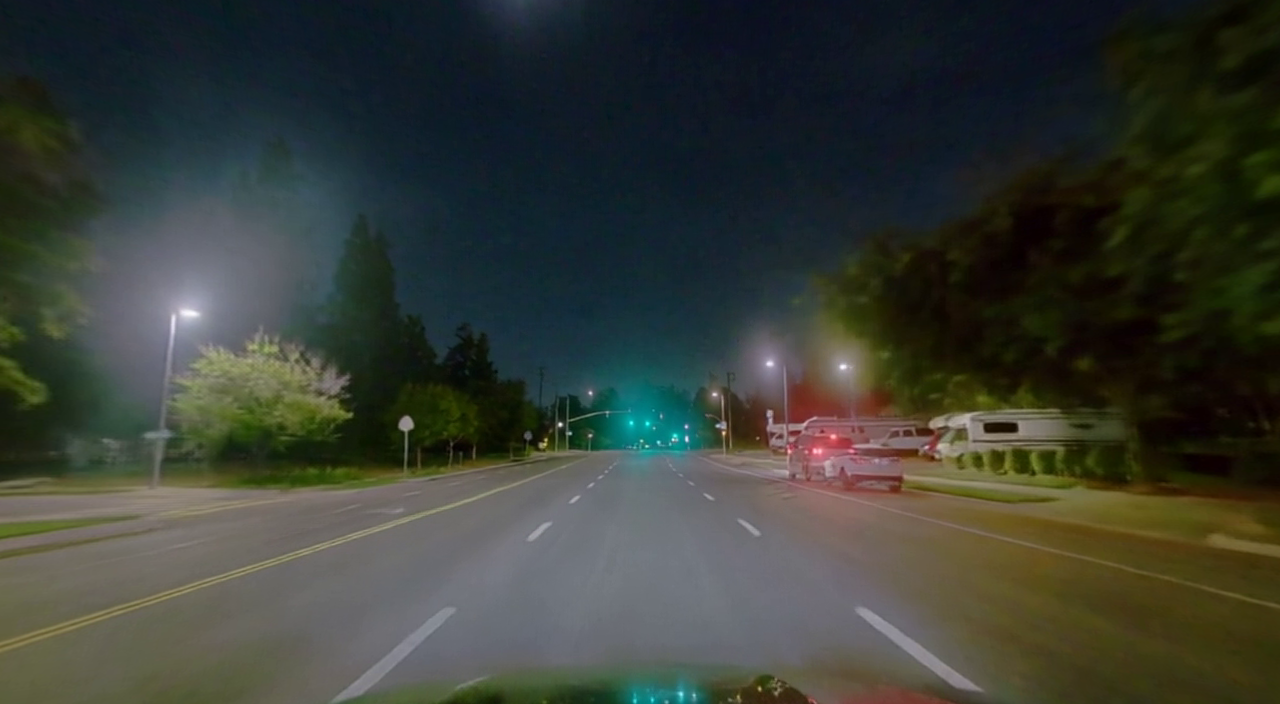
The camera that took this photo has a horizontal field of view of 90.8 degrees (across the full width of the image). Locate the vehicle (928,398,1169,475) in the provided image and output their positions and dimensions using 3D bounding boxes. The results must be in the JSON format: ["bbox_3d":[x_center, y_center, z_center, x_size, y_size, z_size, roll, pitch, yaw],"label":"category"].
[{"bbox_3d":[17.219,3.620,27.163,8.016,2.965,3.192,-1,-8,1],"label":"vehicle"}]

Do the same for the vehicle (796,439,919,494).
[{"bbox_3d":[6.416,3.414,19.244,1.993,1.461,4.269,0,-8,-3],"label":"vehicle"}]
